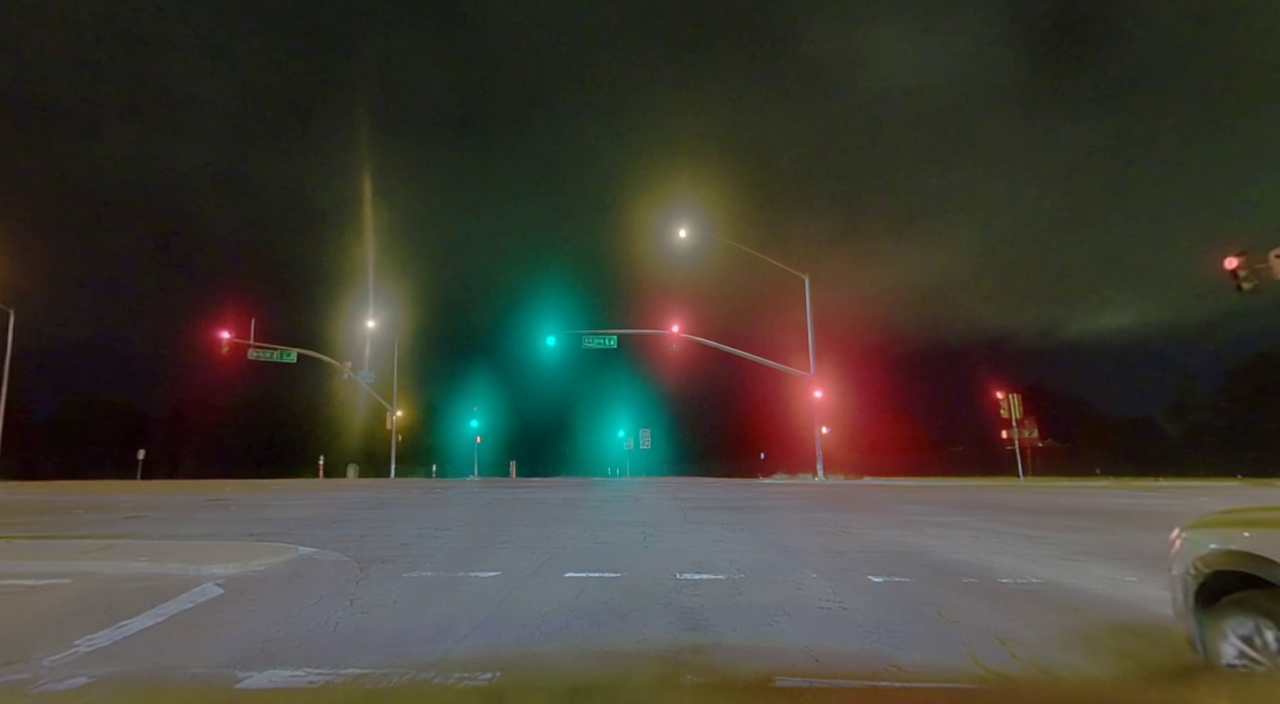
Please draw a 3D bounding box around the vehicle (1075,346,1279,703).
[{"bbox_3d":[3.074,0.634,0.935,1.938,1.648,4.211,-1,-8,2],"label":"vehicle"}]
